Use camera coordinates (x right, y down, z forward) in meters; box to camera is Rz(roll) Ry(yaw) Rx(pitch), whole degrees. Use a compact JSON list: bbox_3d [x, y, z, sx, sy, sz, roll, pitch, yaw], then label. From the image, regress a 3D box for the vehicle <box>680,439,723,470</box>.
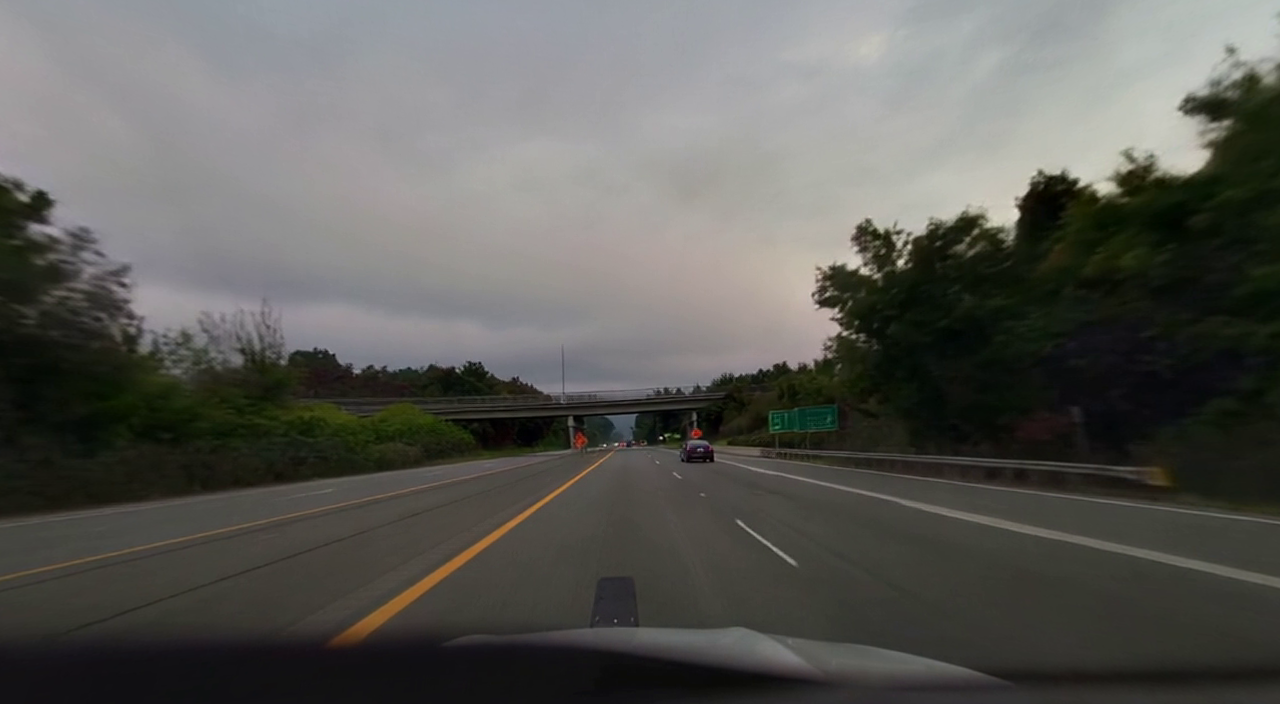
[{"bbox_3d":[3.116,5.249,32.511,1.781,1.470,3.540,0,-8,-2],"label":"vehicle"}]
